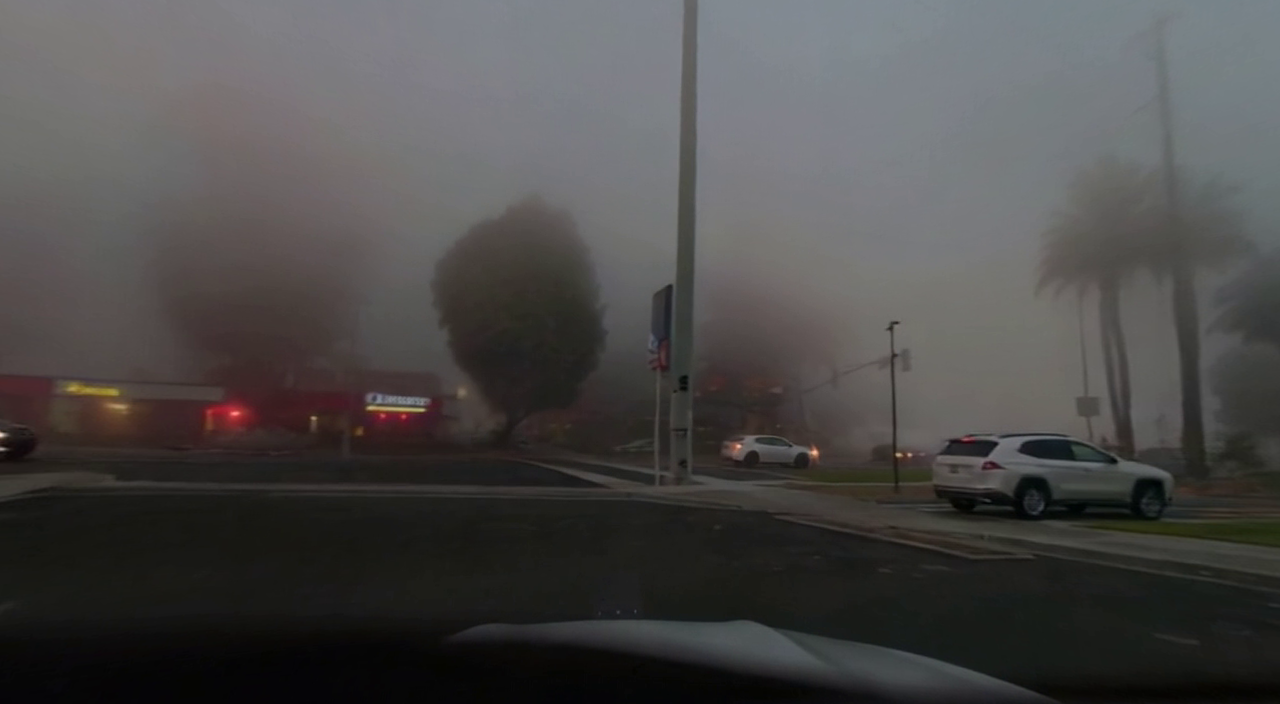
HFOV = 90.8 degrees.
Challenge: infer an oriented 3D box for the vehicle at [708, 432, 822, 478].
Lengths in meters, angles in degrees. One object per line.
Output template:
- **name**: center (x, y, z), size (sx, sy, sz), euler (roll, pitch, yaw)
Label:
- **vehicle**: center (5.185, 4.269, 26.290), size (4.211, 1.756, 2.158), euler (5, -9, -28)

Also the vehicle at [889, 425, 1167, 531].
- **vehicle**: center (7.021, 2.251, 11.927), size (1.870, 1.611, 3.978), euler (5, -9, -28)

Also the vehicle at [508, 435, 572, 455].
- **vehicle**: center (-7.498, 6.996, 47.402), size (4.411, 1.391, 1.837), euler (5, -9, -27)
